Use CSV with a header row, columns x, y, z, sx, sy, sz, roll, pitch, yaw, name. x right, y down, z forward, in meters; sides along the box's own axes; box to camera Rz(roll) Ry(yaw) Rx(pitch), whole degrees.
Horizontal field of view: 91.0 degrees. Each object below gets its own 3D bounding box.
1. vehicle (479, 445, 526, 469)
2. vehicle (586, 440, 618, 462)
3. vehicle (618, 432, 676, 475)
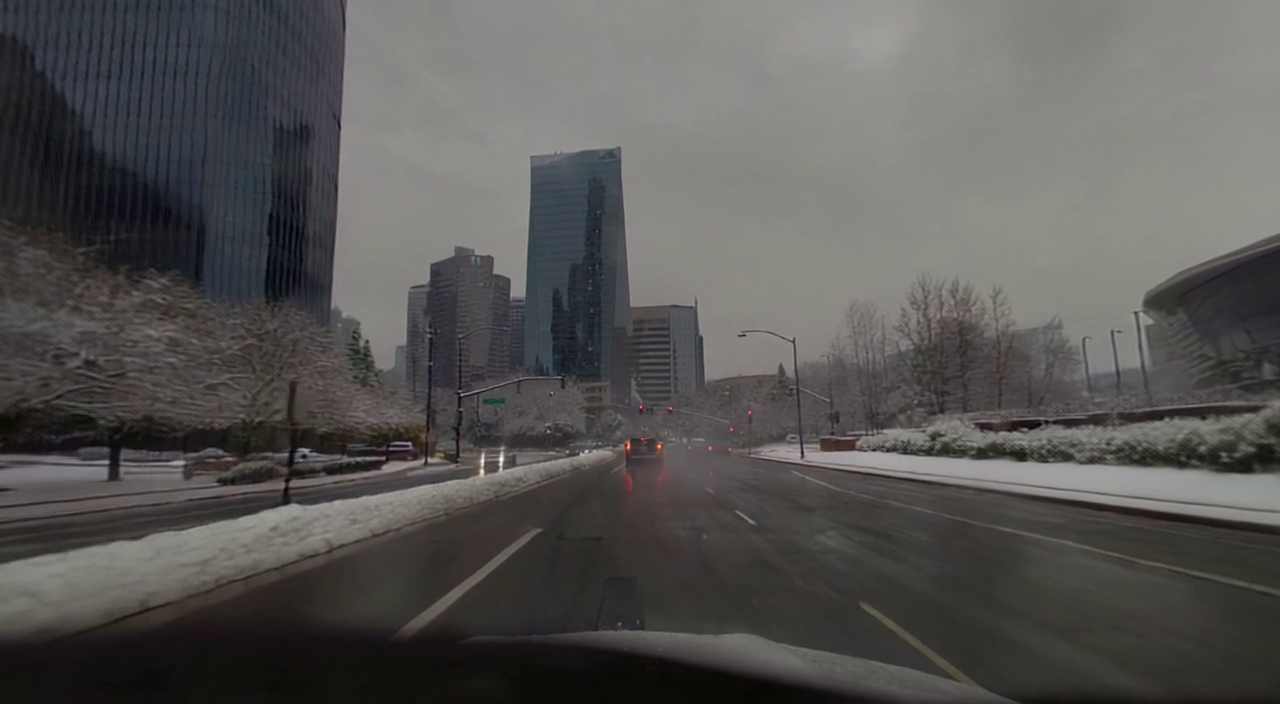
x,y,z,sx,sy,sz,roll,pitch,yaw,name
-9.665,7.394,44.575,1.967,1.552,4.536,-1,-9,4,vehicle
-2.908,7.677,48.881,2.103,1.569,3.861,0,-9,2,vehicle
0.294,4.905,30.491,2.601,1.878,4.535,0,-9,0,vehicle
